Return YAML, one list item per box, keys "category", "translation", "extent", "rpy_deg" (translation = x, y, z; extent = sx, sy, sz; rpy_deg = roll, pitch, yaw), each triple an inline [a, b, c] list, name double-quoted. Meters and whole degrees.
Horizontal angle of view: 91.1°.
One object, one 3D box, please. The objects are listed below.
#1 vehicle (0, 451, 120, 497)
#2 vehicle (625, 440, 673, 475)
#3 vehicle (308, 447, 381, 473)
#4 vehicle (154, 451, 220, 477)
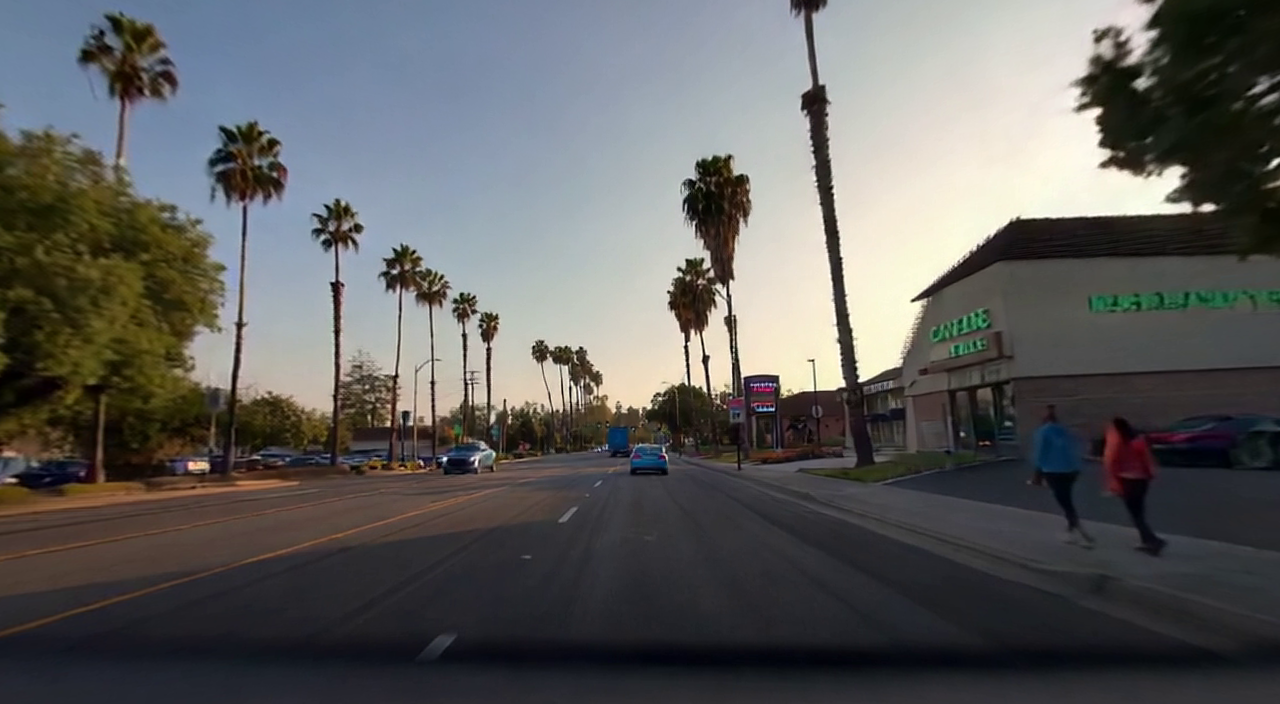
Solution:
- category: "vehicle"
  translation: [-28.607, 5.911, 30.784]
  extent: [2.047, 1.814, 4.831]
  rpy_deg: [-4, -7, 0]
- category: "vehicle"
  translation: [0.388, 4.995, 29.830]
  extent: [2.144, 1.514, 4.063]
  rpy_deg: [0, -9, -1]
- category: "vehicle"
  translation: [-22.869, 8.320, 48.688]
  extent: [4.672, 1.665, 1.957]
  rpy_deg: [-3, -7, -2]
- category: "vehicle"
  translation: [-35.250, 8.684, 48.845]
  extent: [4.727, 1.857, 2.136]
  rpy_deg: [-5, -10, 28]
